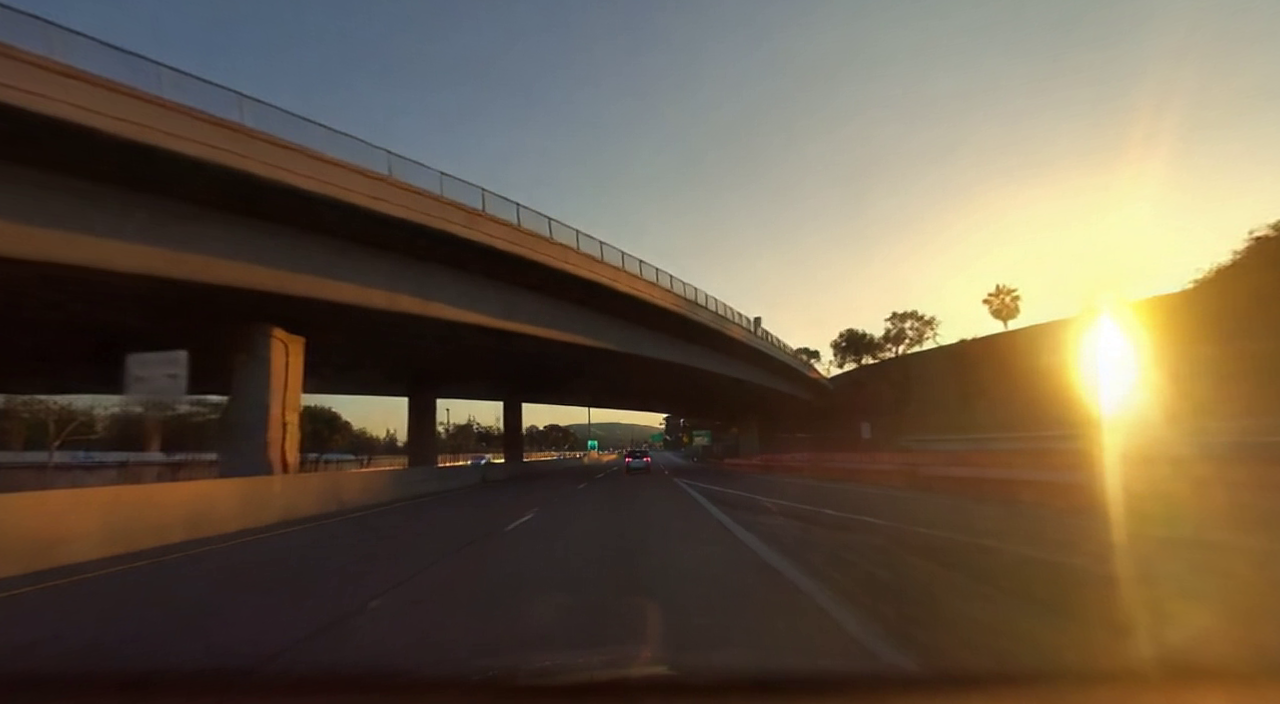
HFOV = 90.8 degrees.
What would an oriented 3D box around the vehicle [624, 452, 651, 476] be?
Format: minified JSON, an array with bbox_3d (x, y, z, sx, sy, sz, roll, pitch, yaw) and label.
[{"bbox_3d":[-0.125,7.136,40.403,1.695,1.437,3.506,0,-9,1],"label":"vehicle"}]
